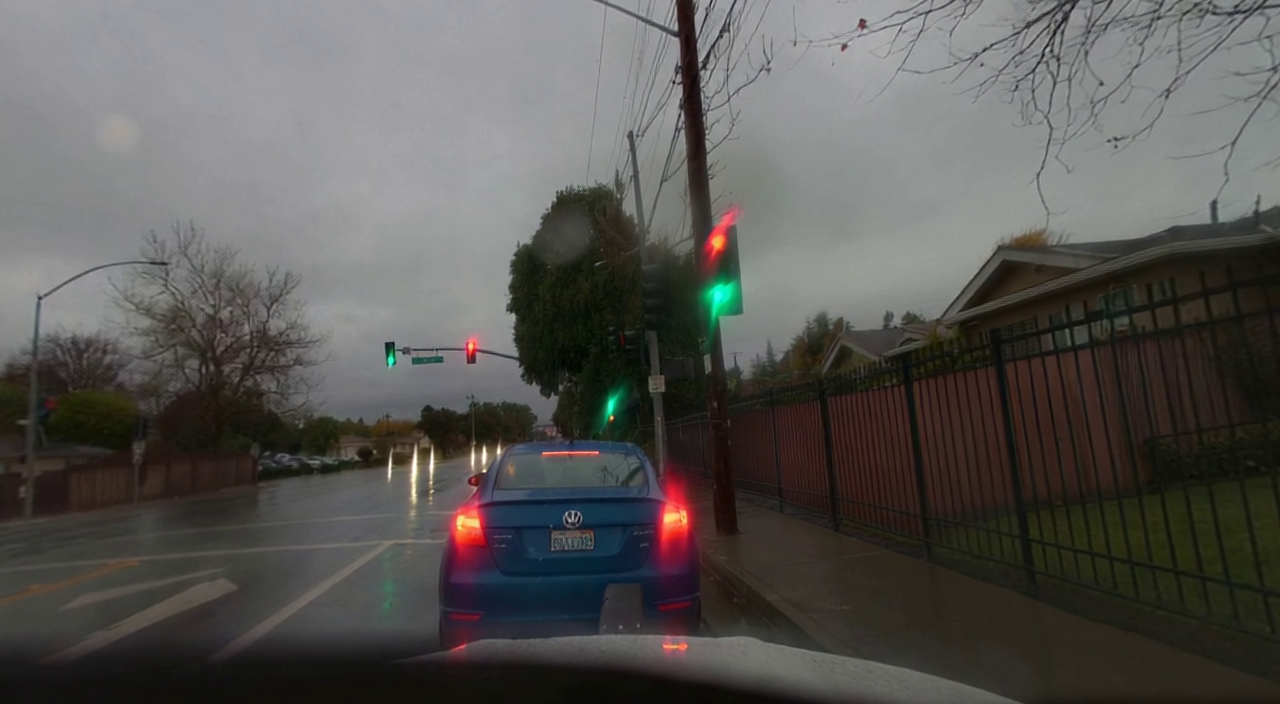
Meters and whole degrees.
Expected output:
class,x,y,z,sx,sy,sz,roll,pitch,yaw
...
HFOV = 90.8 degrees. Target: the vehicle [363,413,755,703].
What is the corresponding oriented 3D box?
class,x,y,z,sx,sy,sz,roll,pitch,yaw
vehicle,-0.668,1.356,5.201,2.024,1.502,3.702,1,-9,-9
